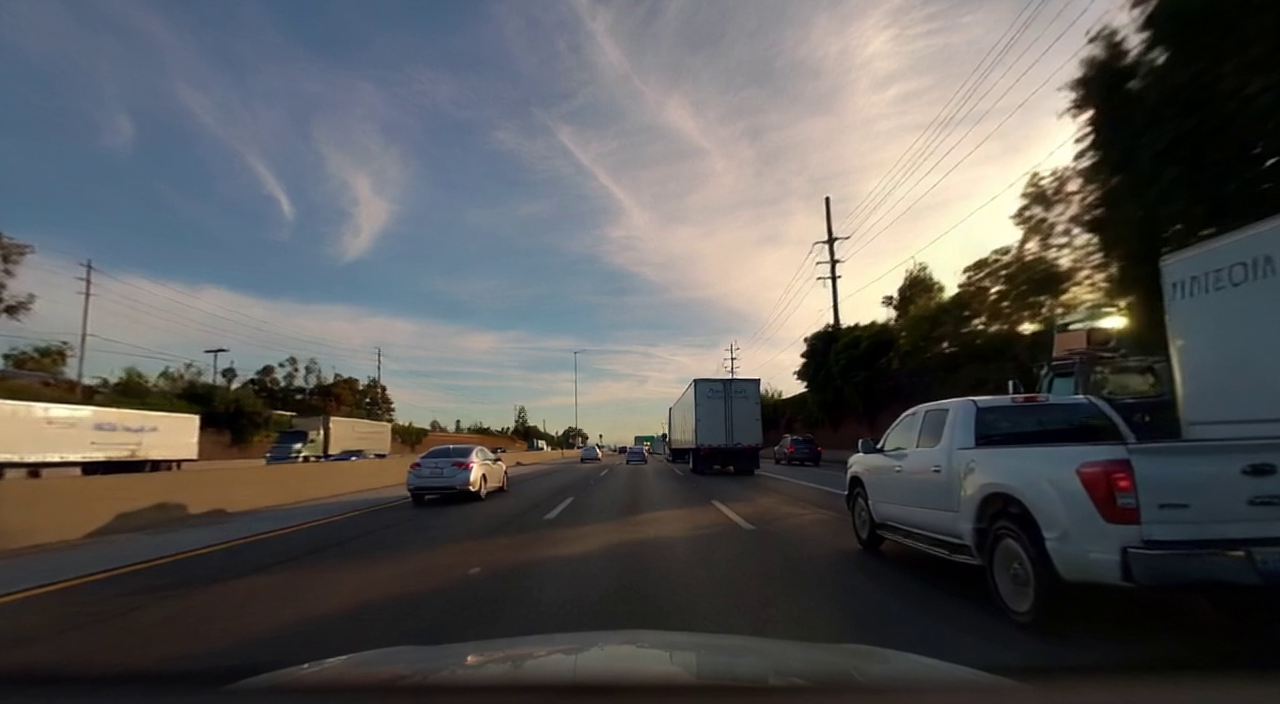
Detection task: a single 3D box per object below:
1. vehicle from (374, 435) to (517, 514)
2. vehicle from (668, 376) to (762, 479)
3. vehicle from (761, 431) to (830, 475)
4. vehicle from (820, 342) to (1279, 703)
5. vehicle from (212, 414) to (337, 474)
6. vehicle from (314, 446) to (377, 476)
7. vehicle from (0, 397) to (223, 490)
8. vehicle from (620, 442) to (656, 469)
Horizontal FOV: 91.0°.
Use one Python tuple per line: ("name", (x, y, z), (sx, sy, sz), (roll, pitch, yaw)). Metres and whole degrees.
("vehicle", (-4.187, 2.686, 14.287), (1.968, 1.507, 3.829), (0, -8, 1))
("vehicle", (3.358, 4.200, 33.351), (2.907, 4.109, 16.177), (0, -8, 0))
("vehicle", (7.402, 4.869, 30.514), (2.079, 1.938, 4.630), (0, -8, -1))
("vehicle", (3.496, 1.236, 5.765), (2.132, 1.869, 4.978), (0, -8, -1))
("vehicle", (-22.380, 5.726, 39.166), (3.028, 3.310, 7.561), (0, -8, 1))
("vehicle", (-14.927, 5.513, 32.068), (1.519, 1.378, 3.435), (-1, -8, 0))
("vehicle", (-28.975, 4.825, 33.745), (3.049, 3.899, 16.316), (0, -8, -3))
("vehicle", (-0.106, 6.148, 37.497), (2.047, 1.485, 3.938), (0, -8, 1))
